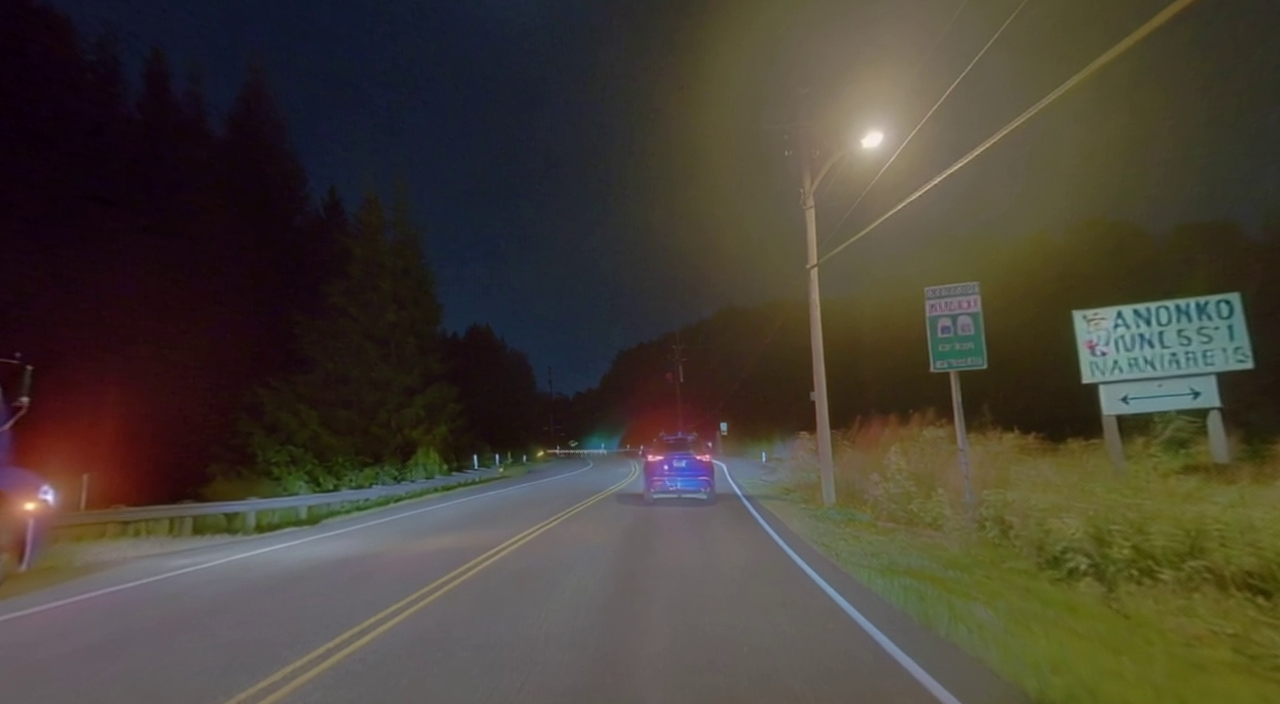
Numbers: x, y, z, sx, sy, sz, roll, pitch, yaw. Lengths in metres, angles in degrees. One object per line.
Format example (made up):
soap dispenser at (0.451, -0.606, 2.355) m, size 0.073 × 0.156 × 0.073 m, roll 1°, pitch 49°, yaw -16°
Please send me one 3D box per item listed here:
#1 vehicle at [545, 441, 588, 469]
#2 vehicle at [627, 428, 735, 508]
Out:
vehicle at (-5.603, 7.697, 47.375) m, size 2.668 × 1.981 × 5.575 m, roll 2°, pitch -9°, yaw -12°
vehicle at (0.845, 2.510, 14.026) m, size 2.081 × 1.503 × 3.726 m, roll 0°, pitch -8°, yaw 2°
